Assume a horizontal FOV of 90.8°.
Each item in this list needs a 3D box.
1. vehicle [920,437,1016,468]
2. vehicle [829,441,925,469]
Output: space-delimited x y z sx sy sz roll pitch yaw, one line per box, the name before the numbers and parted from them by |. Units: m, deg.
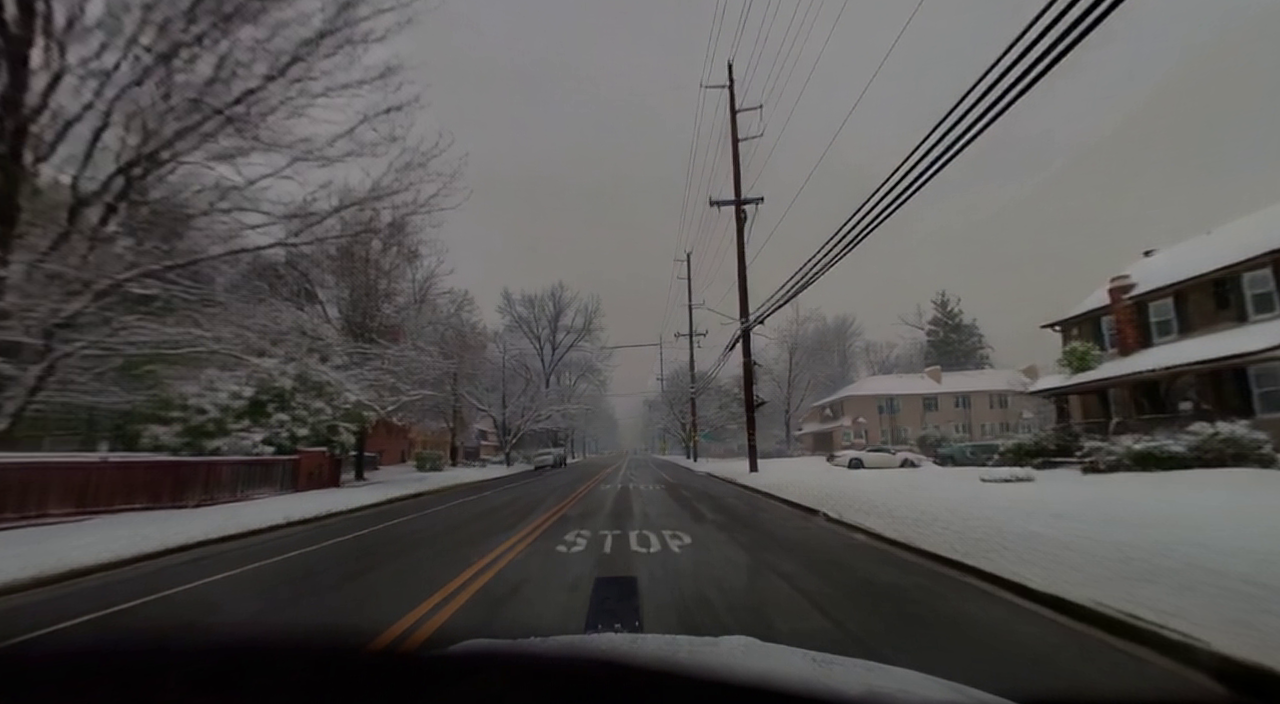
vehicle | 18.814 5.747 36.383 4.362 1.480 1.903 -3 -7 0
vehicle | 13.584 5.925 36.383 4.624 1.420 2.045 -1 -9 -5
